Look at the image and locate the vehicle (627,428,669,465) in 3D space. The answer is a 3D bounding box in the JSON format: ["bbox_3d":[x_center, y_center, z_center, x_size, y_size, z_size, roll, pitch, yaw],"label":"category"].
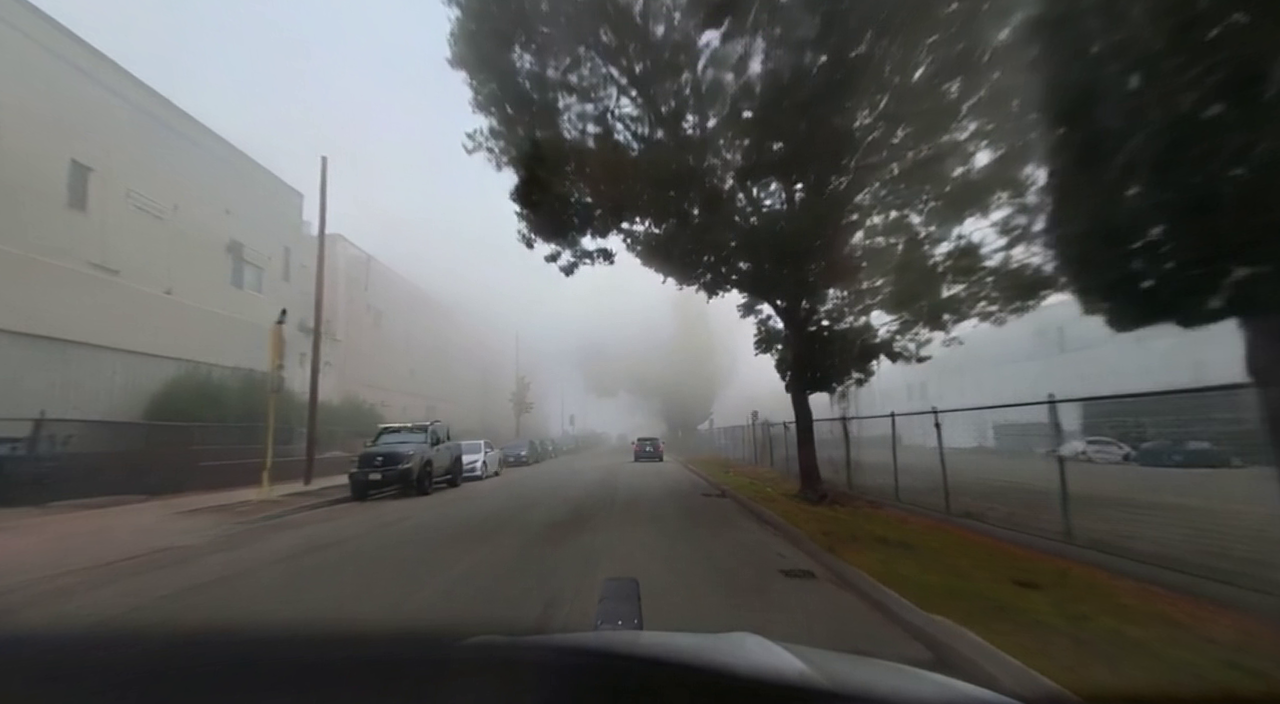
[{"bbox_3d":[0.403,5.138,34.554,2.152,1.874,4.042,0,-8,0],"label":"vehicle"}]

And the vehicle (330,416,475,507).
[{"bbox_3d":[-6.167,2.927,17.153,2.005,1.989,4.929,-3,-9,1],"label":"vehicle"}]

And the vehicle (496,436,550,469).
[{"bbox_3d":[-6.128,5.279,33.491,1.926,1.647,4.185,0,-8,1],"label":"vehicle"}]
